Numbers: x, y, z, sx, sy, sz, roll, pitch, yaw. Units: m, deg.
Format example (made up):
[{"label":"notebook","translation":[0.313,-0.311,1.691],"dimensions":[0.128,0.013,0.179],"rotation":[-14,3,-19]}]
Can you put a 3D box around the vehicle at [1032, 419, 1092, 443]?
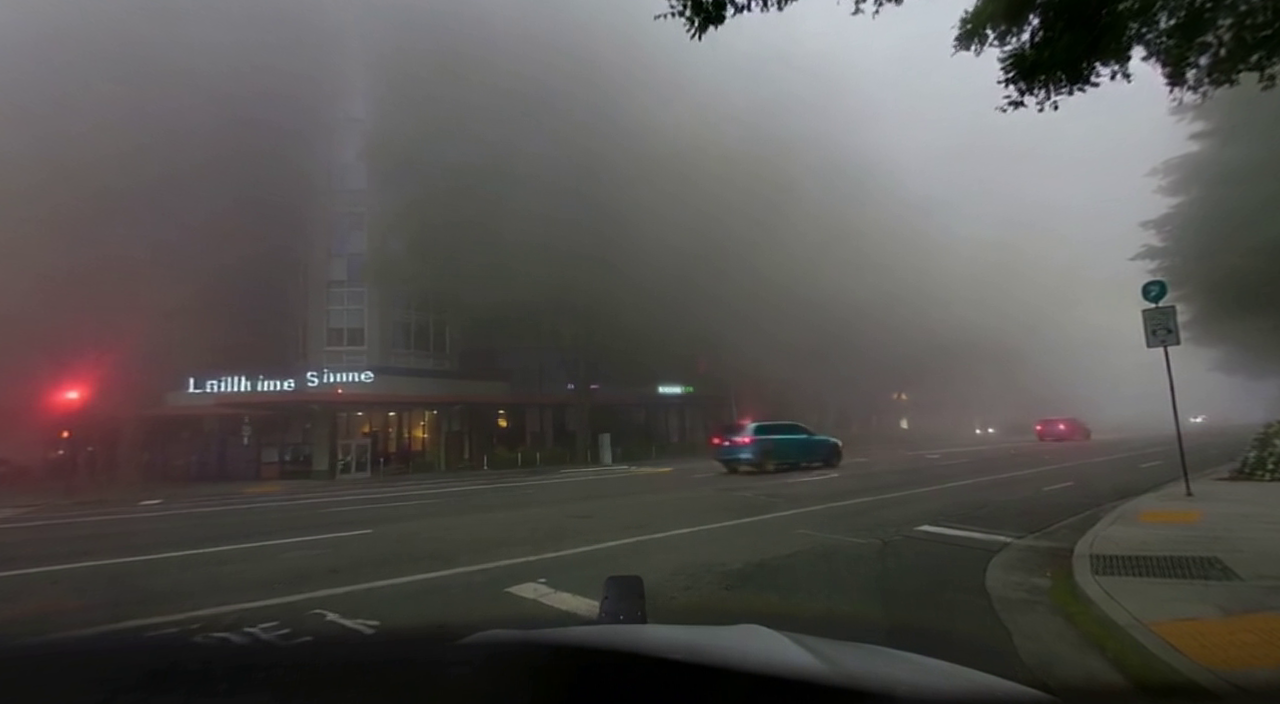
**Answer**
[{"label":"vehicle","translation":[27.690,5.197,41.411],"dimensions":[4.442,1.458,1.902],"rotation":[7,-11,-39]}]

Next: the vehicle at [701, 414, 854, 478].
[{"label":"vehicle","translation":[3.858,2.600,17.458],"dimensions":[4.182,1.536,1.885],"rotation":[7,-11,-38]}]
